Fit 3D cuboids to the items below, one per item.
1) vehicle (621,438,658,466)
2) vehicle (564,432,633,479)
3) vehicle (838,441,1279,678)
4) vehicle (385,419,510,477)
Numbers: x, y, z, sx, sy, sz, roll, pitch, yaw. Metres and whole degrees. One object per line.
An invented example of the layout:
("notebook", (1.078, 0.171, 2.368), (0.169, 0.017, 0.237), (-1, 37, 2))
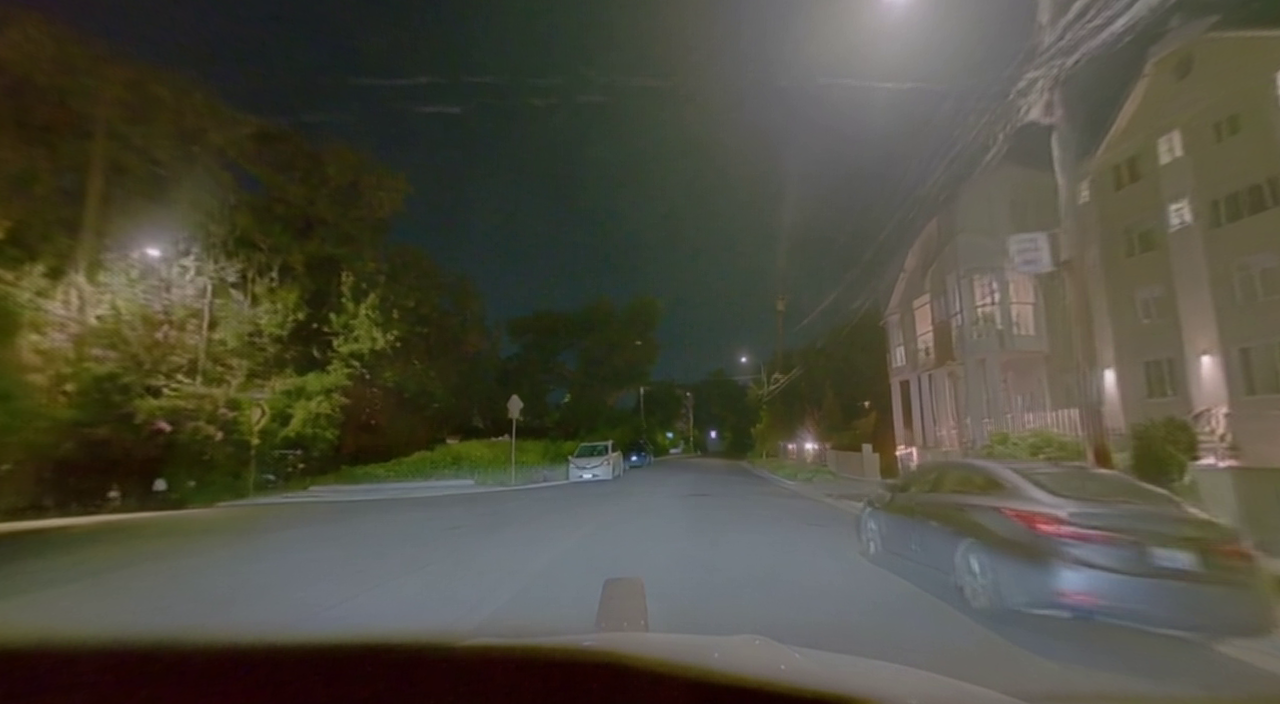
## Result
("vehicle", (0.057, 7.214, 45.576), (2.139, 1.882, 4.635), (-1, -8, 7))
("vehicle", (-1.766, 4.749, 29.268), (2.463, 1.951, 5.794), (-1, -8, 3))
("vehicle", (3.850, 1.683, 6.560), (2.151, 1.468, 5.066), (0, -8, 3))
("vehicle", (-9.759, 4.910, 32.482), (5.828, 2.818, 2.231), (2, -8, -13))
